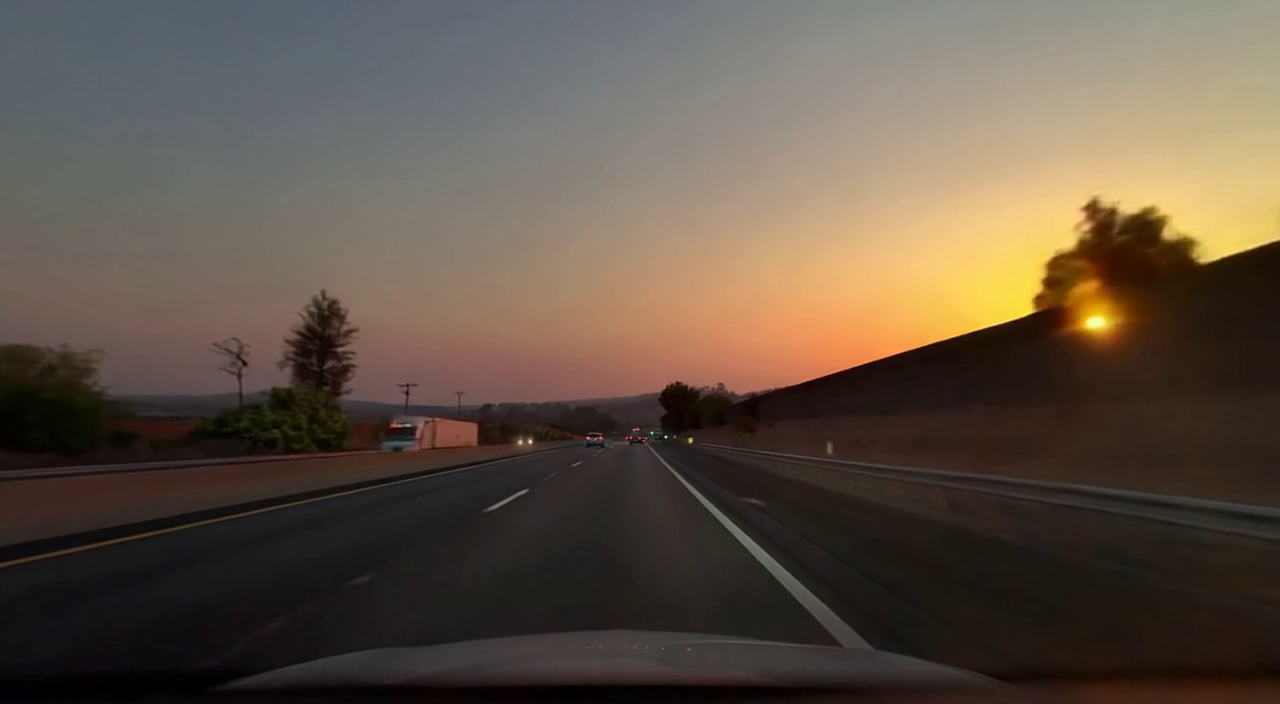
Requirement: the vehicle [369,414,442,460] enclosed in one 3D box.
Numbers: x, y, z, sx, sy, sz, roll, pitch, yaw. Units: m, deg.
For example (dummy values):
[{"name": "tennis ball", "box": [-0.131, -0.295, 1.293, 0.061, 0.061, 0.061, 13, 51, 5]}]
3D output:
[{"name": "vehicle", "box": [-17.791, 6.527, 48.302, 2.875, 3.201, 7.109, 0, -8, 0]}]
